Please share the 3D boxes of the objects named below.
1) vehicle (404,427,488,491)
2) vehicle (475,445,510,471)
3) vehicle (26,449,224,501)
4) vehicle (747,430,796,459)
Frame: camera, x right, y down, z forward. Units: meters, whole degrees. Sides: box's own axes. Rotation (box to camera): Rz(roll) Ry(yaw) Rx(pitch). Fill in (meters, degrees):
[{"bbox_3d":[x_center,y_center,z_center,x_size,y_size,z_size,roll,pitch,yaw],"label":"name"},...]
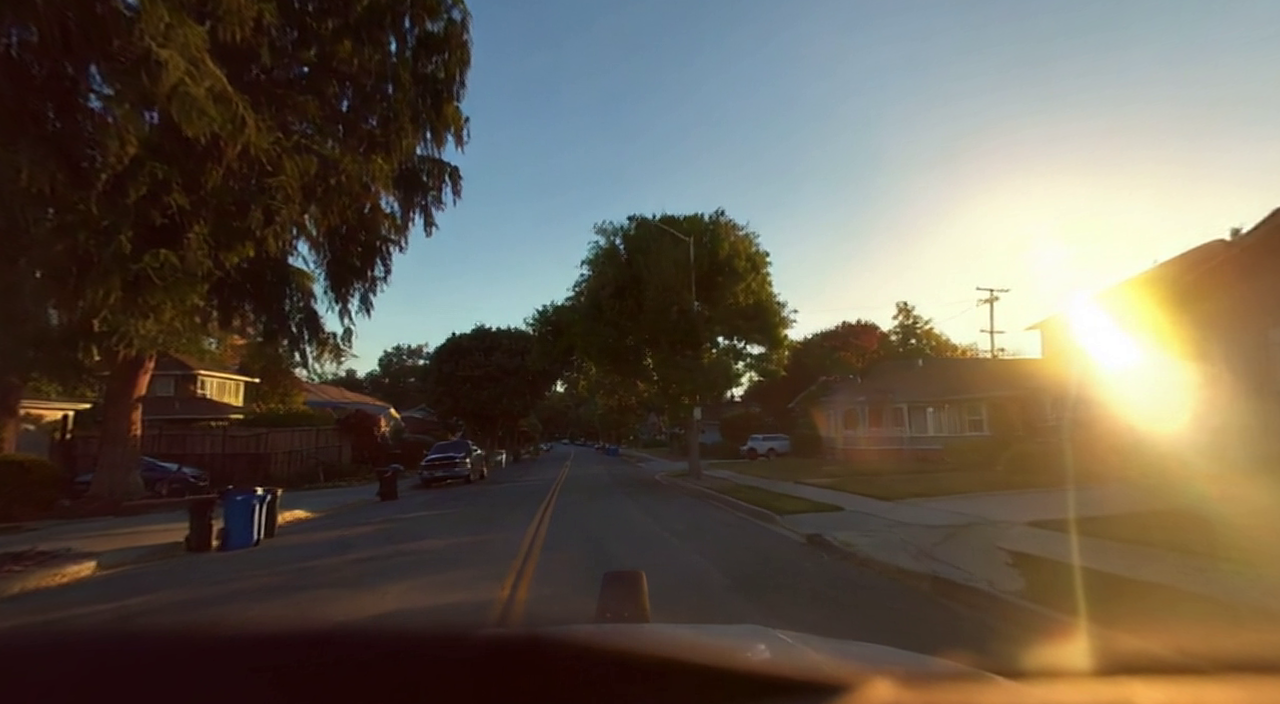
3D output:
[{"bbox_3d":[-8.522,4.657,28.354,2.223,2.115,5.707,6,-5,-4],"label":"vehicle"},{"bbox_3d":[-10.631,7.622,45.622,1.945,1.530,4.430,-4,-6,-8],"label":"vehicle"},{"bbox_3d":[-16.694,4.010,20.677,4.617,1.491,1.953,-1,-10,-5],"label":"vehicle"},{"bbox_3d":[8.997,6.337,43.476,1.936,1.687,4.714,-4,-7,-5],"label":"vehicle"}]
